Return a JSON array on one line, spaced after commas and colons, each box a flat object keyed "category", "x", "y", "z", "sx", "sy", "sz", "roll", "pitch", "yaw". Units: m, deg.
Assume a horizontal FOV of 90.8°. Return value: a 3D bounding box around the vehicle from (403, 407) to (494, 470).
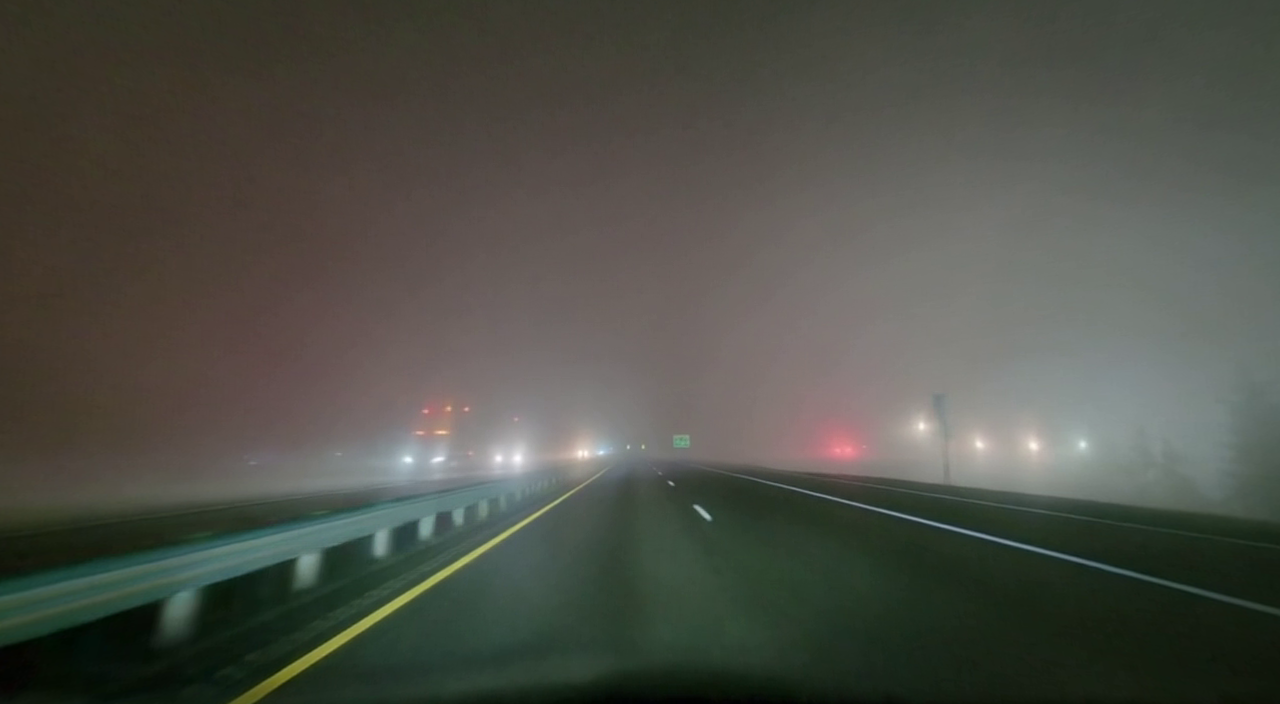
[{"category": "vehicle", "x": -12.535, "y": 5.917, "z": 42.520, "sx": 2.962, "sy": 3.737, "sz": 10.070, "roll": 0, "pitch": -9, "yaw": 0}]
